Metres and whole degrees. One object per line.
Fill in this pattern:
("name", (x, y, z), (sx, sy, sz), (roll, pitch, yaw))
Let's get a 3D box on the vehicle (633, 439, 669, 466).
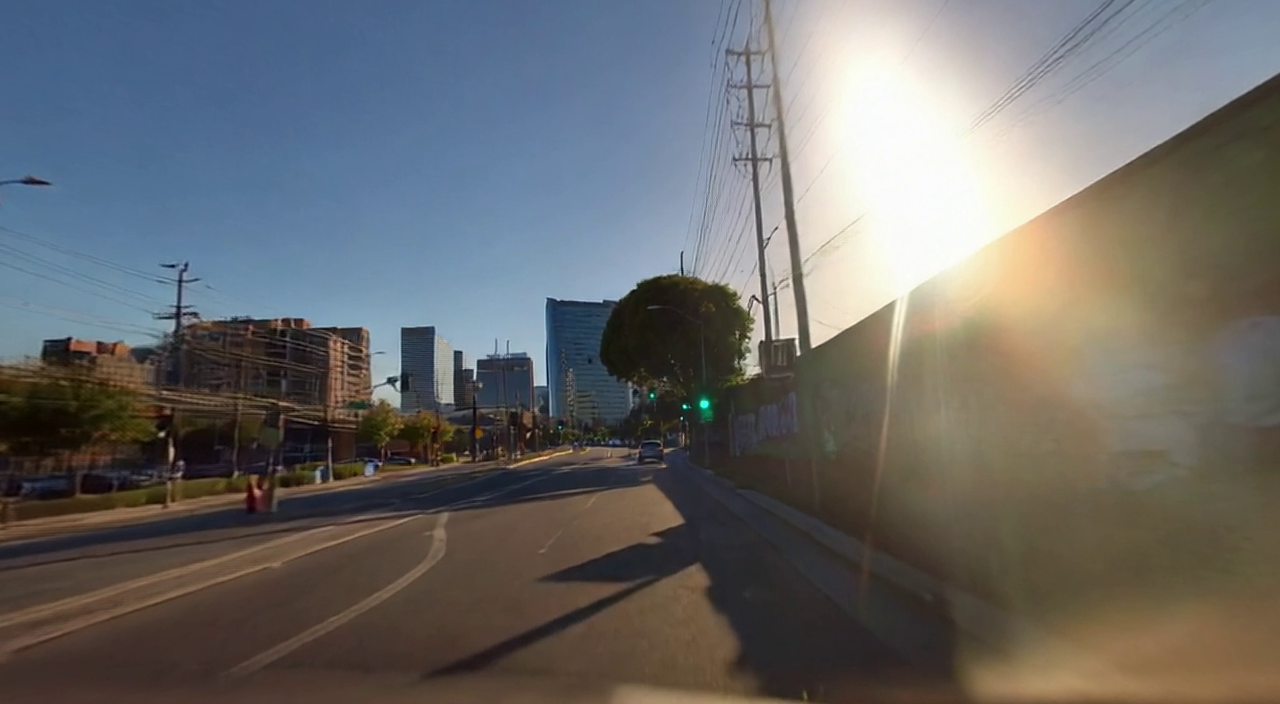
("vehicle", (0.692, 6.271, 39.552), (2.105, 1.611, 3.750), (0, -8, 1))
